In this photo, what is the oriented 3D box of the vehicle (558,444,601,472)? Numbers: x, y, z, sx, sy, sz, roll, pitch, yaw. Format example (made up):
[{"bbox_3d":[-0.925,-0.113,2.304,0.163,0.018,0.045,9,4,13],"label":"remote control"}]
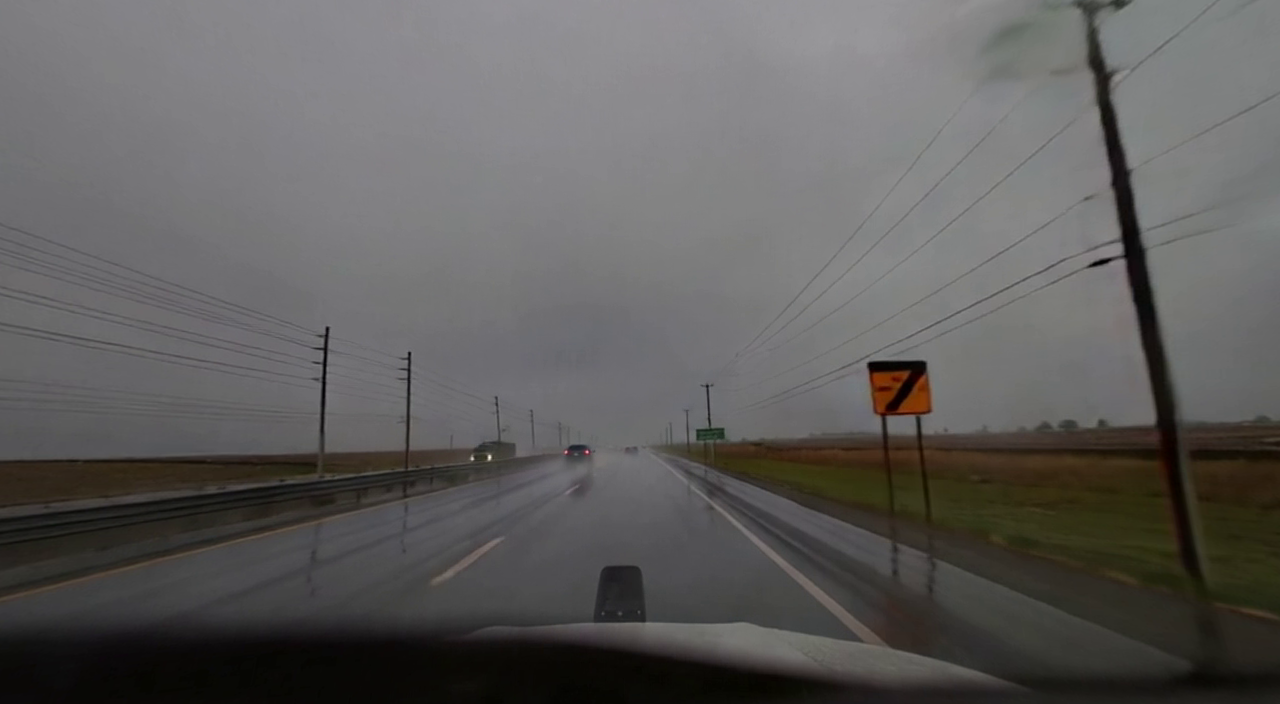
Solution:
[{"bbox_3d":[-3.586,6.389,38.098,2.106,1.543,4.465,0,-9,1],"label":"vehicle"}]
